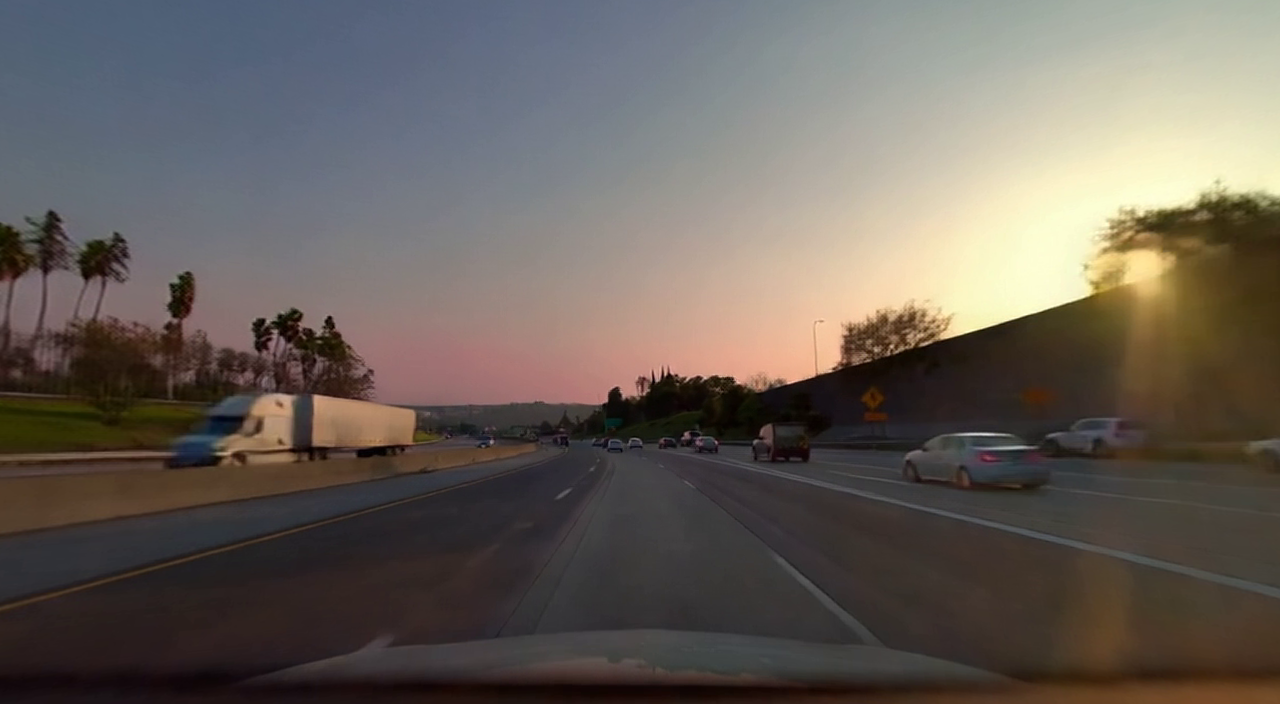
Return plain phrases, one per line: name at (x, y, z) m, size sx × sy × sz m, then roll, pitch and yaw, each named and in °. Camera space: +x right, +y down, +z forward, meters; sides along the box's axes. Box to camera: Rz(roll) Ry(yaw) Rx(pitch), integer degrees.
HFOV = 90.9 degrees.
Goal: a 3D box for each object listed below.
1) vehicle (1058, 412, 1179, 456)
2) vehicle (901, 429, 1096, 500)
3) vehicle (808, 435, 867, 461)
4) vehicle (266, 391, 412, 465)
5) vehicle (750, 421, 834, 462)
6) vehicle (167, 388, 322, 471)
vehicle at (23.673, 4.124, 31.497) m, size 2.085 × 1.989 × 4.825 m, roll 0°, pitch -8°, yaw -2°
vehicle at (8.460, 2.695, 15.501) m, size 2.080 × 1.457 × 4.404 m, roll 0°, pitch -8°, yaw -2°
vehicle at (11.959, 5.846, 38.563) m, size 1.846 × 1.480 × 4.752 m, roll 0°, pitch -8°, yaw -4°
vehicle at (-20.199, 5.544, 44.362) m, size 2.881 × 4.181 × 16.486 m, roll 0°, pitch -8°, yaw -2°
vehicle at (8.034, 4.879, 34.197) m, size 2.622 × 1.977 × 6.537 m, roll 0°, pitch -8°, yaw -3°
vehicle at (-19.756, 4.043, 32.265) m, size 3.084 × 3.707 × 7.432 m, roll 0°, pitch -8°, yaw -1°
